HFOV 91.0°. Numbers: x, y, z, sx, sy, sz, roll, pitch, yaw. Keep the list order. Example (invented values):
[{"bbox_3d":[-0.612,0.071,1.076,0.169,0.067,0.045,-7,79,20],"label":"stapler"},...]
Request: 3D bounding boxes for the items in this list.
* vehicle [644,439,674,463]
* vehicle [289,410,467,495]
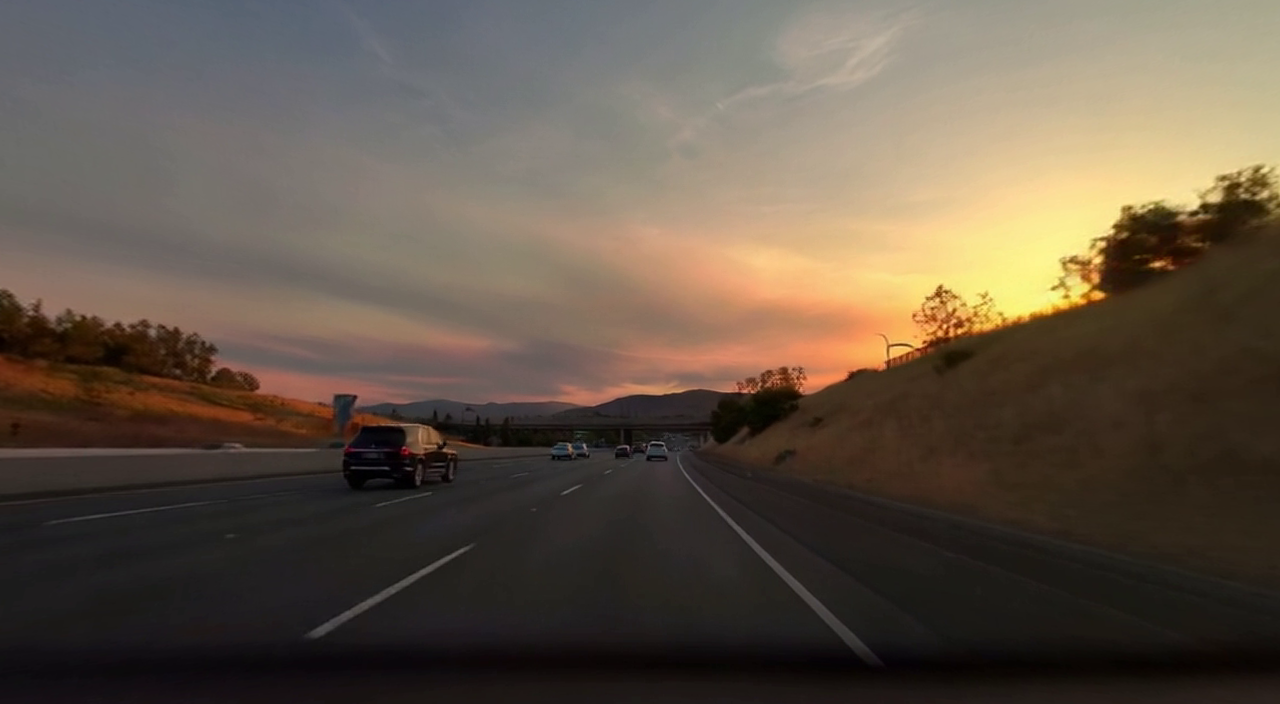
[{"bbox_3d":[1.420,7.359,46.815,2.141,1.706,4.065,0,-8,2],"label":"vehicle"},{"bbox_3d":[-6.955,2.787,17.680,2.438,1.967,5.596,0,-8,2],"label":"vehicle"}]
